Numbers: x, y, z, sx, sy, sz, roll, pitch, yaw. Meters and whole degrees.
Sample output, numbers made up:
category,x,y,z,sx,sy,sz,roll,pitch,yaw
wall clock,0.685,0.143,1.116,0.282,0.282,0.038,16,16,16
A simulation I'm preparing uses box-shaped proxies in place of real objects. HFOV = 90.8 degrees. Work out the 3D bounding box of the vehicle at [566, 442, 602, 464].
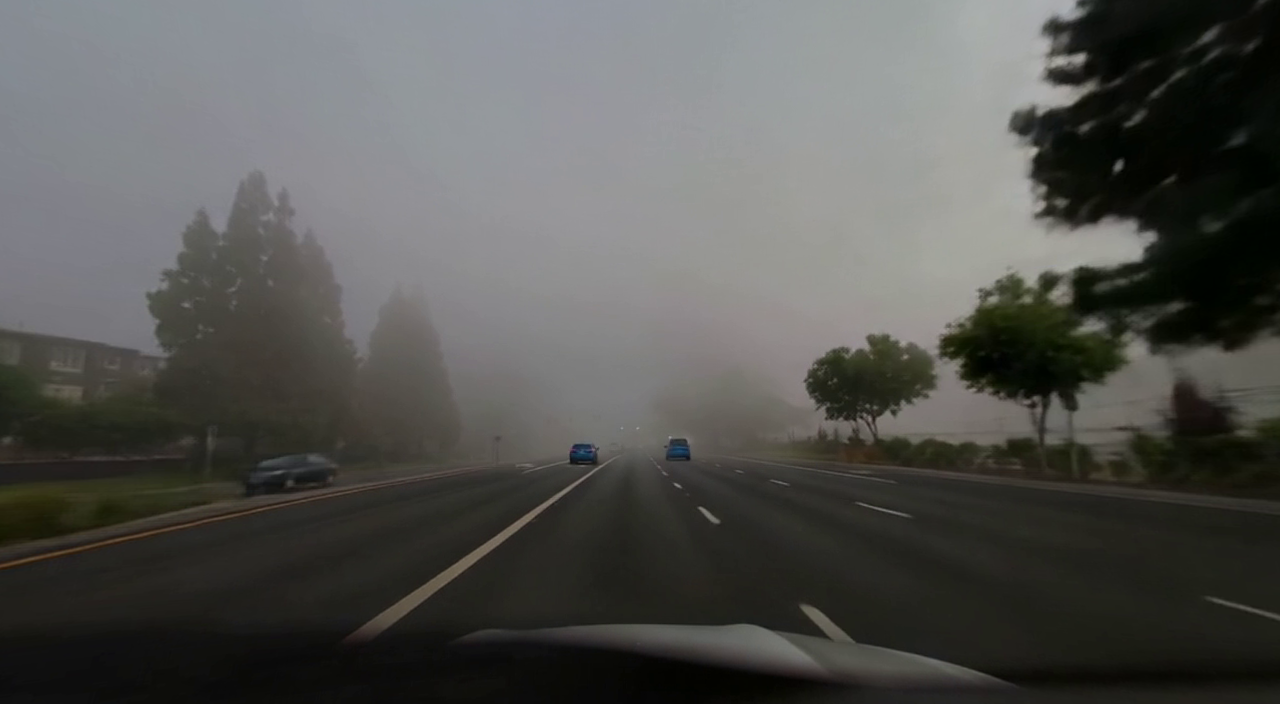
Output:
category,x,y,z,sx,sy,sz,roll,pitch,yaw
vehicle,-3.852,7.052,44.339,2.112,1.471,4.212,0,-8,0

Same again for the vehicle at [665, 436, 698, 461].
category,x,y,z,sx,sy,sz,roll,pitch,yaw
vehicle,2.979,7.074,46.313,2.072,1.696,4.177,0,-8,-1

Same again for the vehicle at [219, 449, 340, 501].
category,x,y,z,sx,sy,sz,roll,pitch,yaw
vehicle,-12.325,4.194,21.940,1.853,1.595,3.960,0,-8,-1
